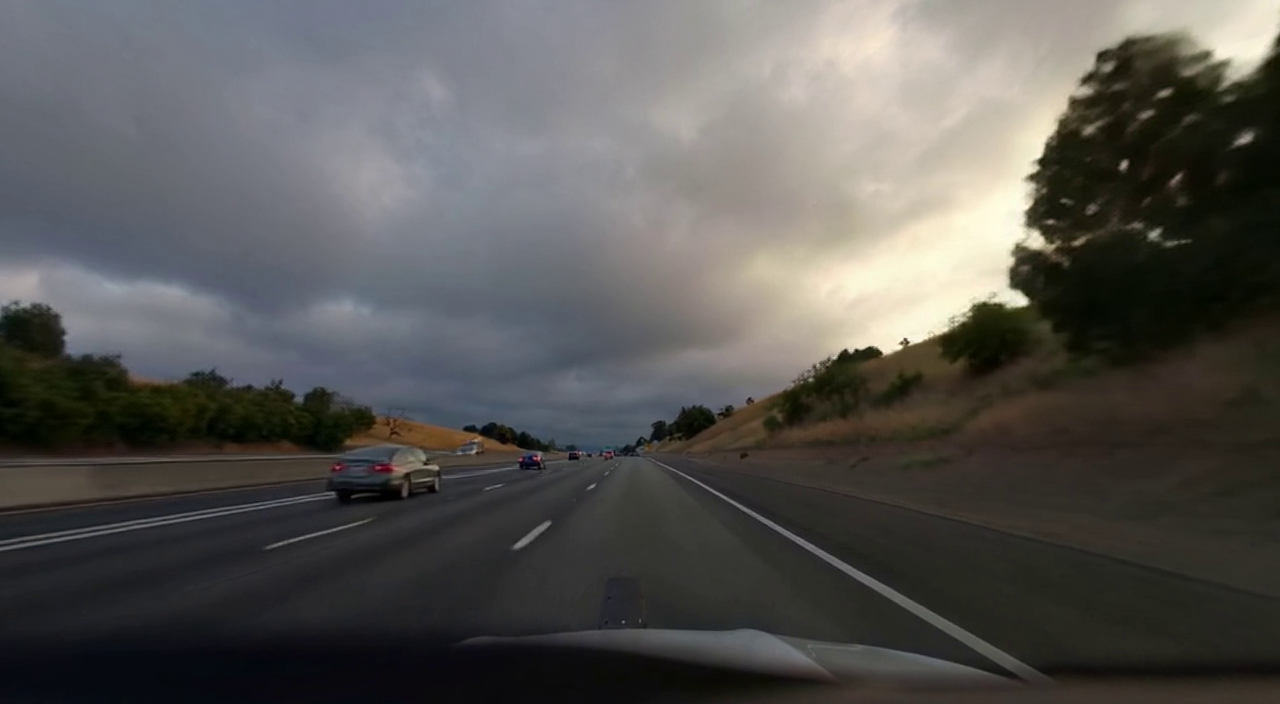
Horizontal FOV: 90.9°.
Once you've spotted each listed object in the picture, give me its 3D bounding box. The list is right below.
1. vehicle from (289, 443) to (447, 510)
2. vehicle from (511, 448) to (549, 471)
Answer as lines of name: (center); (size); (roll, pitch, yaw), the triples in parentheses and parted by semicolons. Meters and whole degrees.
vehicle: (-6.778, 3.131, 16.377); (2.015, 1.483, 4.626); (0, -9, 0)
vehicle: (-7.680, 7.530, 44.351); (1.966, 1.476, 4.240); (0, -9, 0)
